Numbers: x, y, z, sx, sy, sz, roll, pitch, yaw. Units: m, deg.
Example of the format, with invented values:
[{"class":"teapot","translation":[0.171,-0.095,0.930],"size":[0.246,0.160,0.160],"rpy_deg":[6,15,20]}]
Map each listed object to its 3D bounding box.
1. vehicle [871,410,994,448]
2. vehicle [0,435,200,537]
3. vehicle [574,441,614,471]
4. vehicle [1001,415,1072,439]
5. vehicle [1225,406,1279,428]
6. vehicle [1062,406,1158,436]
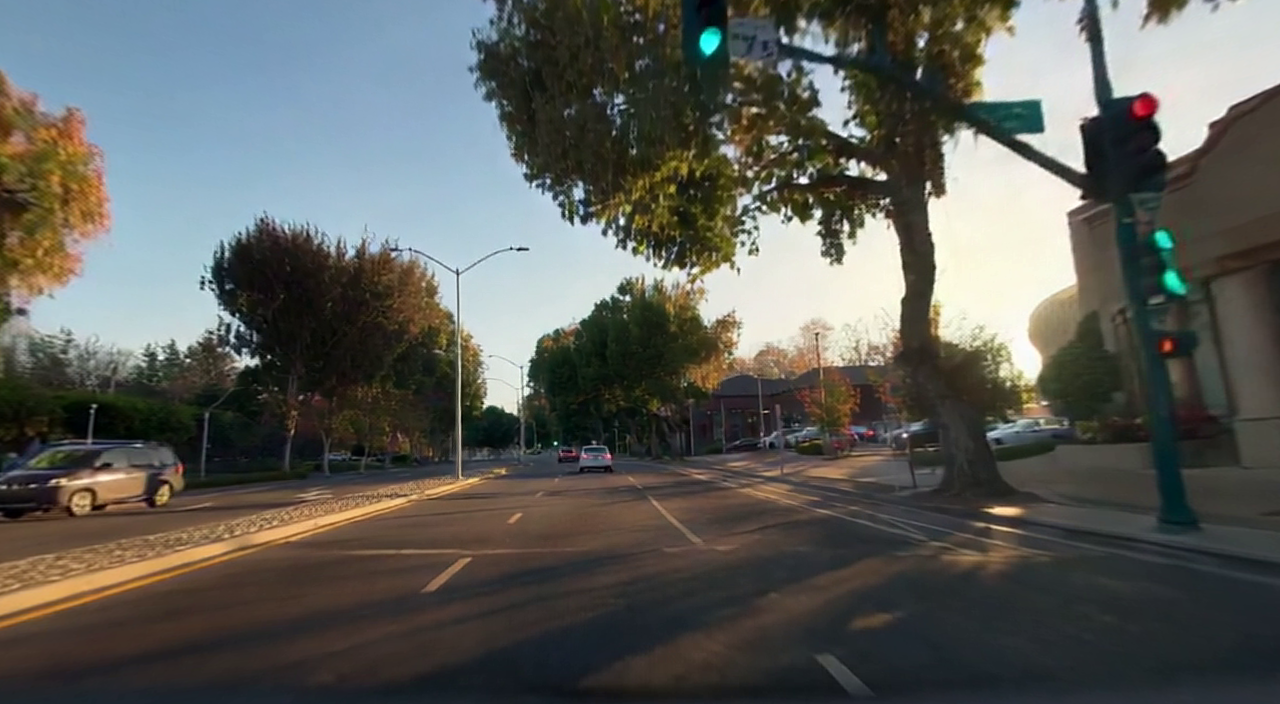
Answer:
[{"class":"vehicle","translation":[14.009,3.758,30.447],"size":[4.851,1.737,2.189],"rpy_deg":[1,-9,-7]},{"class":"vehicle","translation":[-12.171,2.703,13.485],"size":[2.275,1.752,4.858],"rpy_deg":[1,-9,-4]},{"class":"vehicle","translation":[-2.794,6.135,37.473],"size":[2.197,1.642,4.312],"rpy_deg":[1,-9,-7]},{"class":"vehicle","translation":[28.212,5.401,45.125],"size":[1.900,1.570,4.438],"rpy_deg":[1,-9,-4]},{"class":"vehicle","translation":[44.683,4.648,44.935],"size":[1.784,1.481,4.199],"rpy_deg":[1,-8,-7]},{"class":"vehicle","translation":[28.677,4.298,38.745],"size":[2.175,1.626,4.598],"rpy_deg":[1,-9,-3]}]
